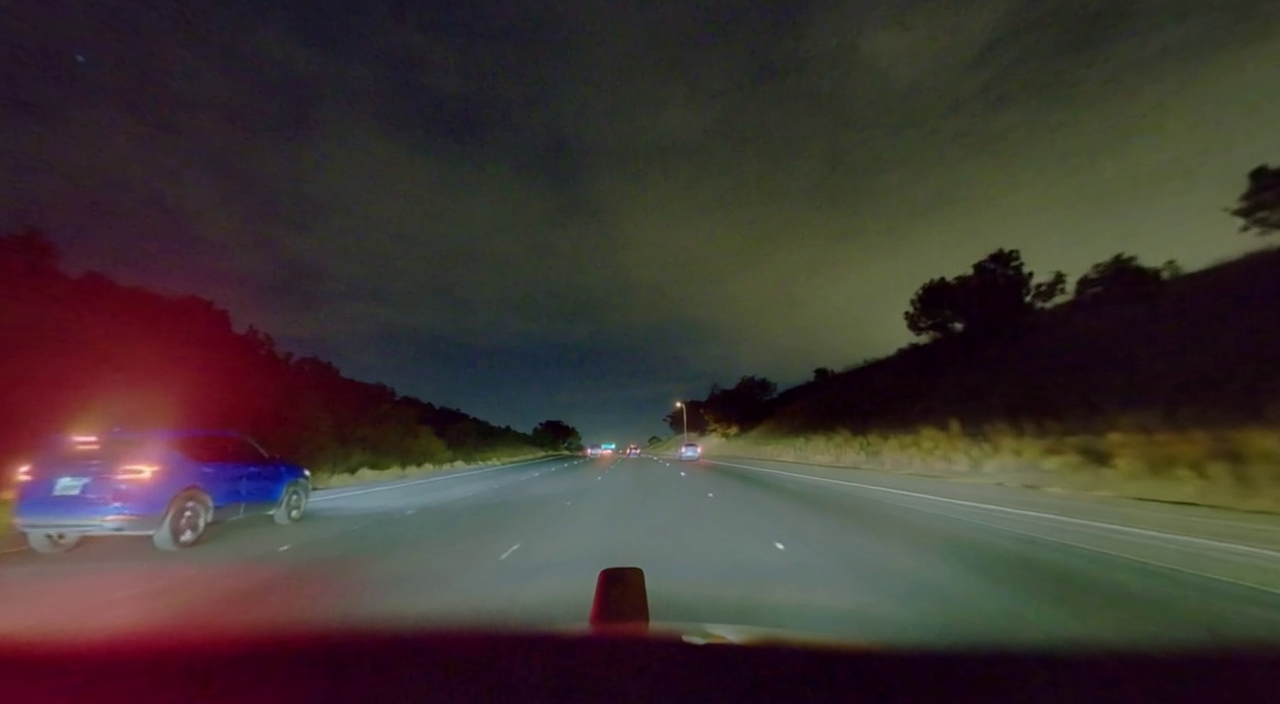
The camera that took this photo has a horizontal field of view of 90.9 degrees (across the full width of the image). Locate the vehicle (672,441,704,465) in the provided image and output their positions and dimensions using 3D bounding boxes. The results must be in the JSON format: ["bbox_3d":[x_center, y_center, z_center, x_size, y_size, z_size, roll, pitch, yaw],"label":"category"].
[{"bbox_3d":[3.668,7.814,48.987,1.995,1.712,4.206,0,-8,-2],"label":"vehicle"}]

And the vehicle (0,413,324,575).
[{"bbox_3d":[-7.191,1.923,9.487,2.285,1.759,4.968,0,-8,0],"label":"vehicle"}]
